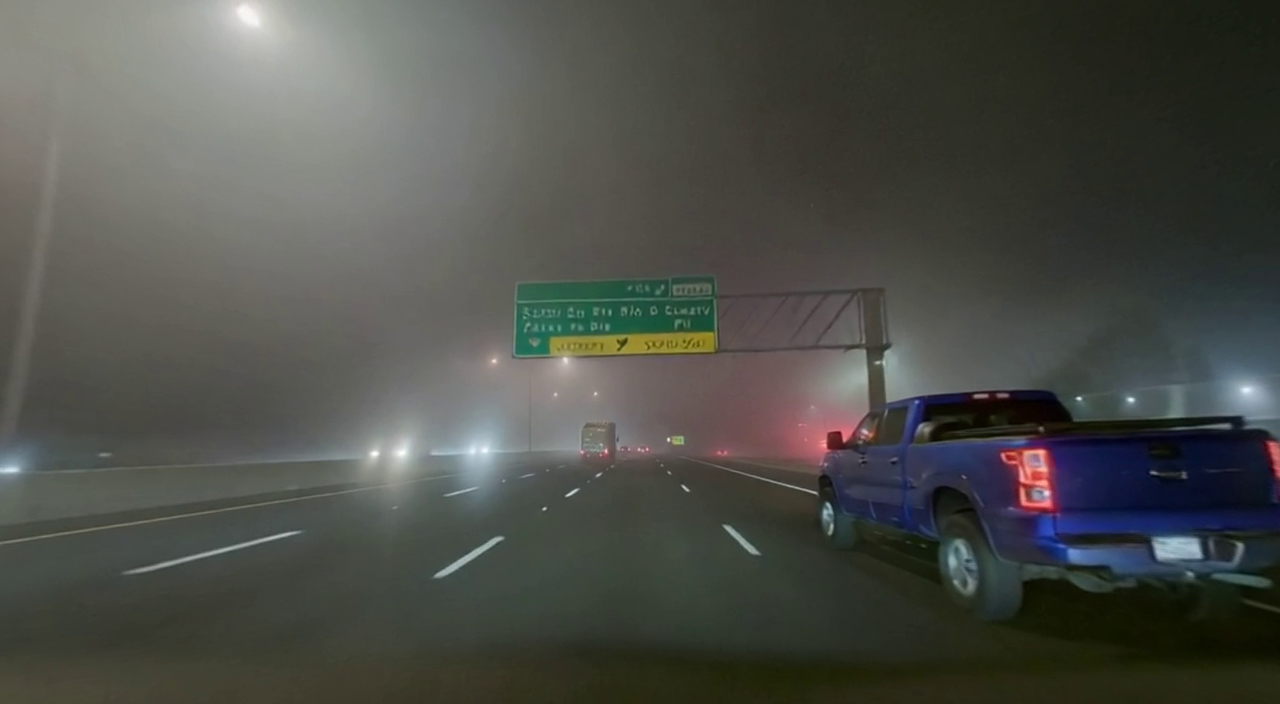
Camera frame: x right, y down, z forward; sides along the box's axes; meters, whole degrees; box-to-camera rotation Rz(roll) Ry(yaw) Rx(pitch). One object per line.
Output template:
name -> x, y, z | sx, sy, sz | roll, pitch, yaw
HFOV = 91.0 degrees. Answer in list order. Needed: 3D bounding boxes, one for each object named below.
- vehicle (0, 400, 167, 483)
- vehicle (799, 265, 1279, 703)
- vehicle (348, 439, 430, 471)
vehicle -> -28.979, 4.544, 31.593 | 3.075, 3.542, 9.318 | 0, -9, 1
vehicle -> 3.607, 1.080, 5.940 | 2.593, 2.110, 6.016 | 0, -9, 0
vehicle -> -16.276, 6.714, 41.322 | 2.727, 1.919, 6.128 | 0, -9, 1
